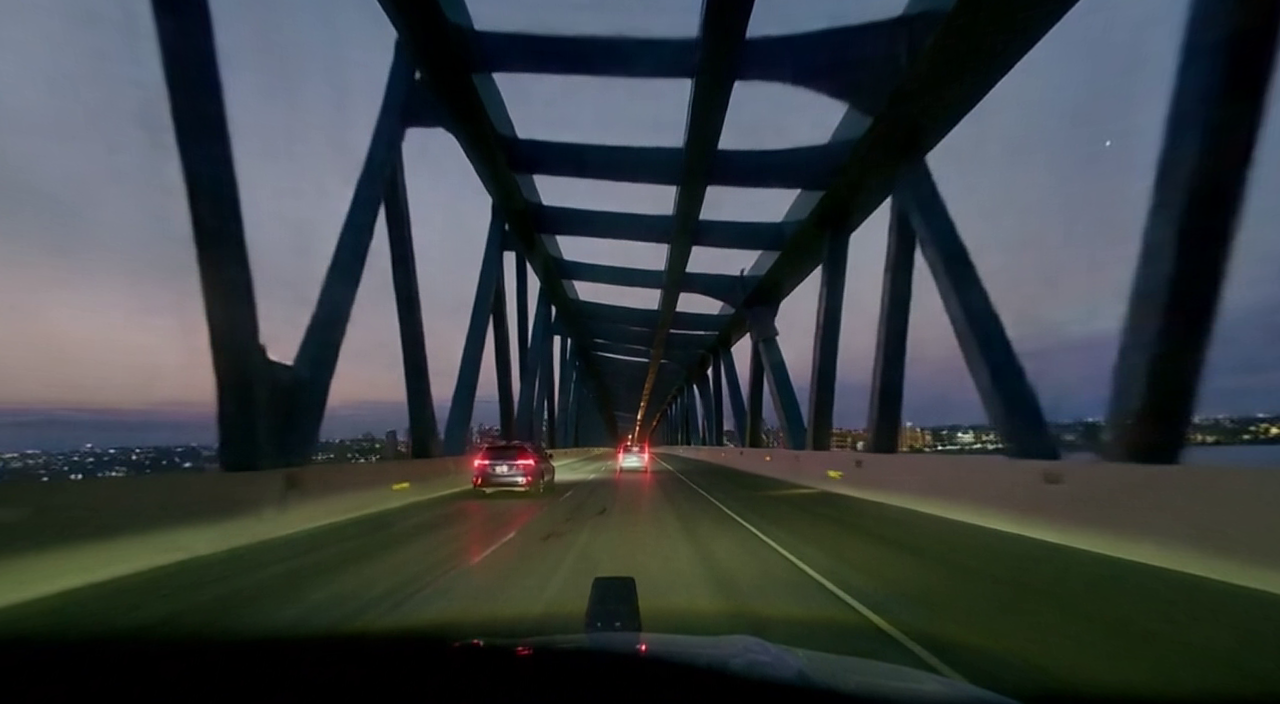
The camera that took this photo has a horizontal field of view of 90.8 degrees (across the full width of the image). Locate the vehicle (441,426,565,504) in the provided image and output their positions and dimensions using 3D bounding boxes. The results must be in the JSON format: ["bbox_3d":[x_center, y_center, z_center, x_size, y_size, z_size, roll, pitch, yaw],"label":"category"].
[{"bbox_3d":[-3.495,2.993,17.203,2.190,1.807,4.741,0,-9,1],"label":"vehicle"}]

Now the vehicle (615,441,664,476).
[{"bbox_3d":[-0.041,4.797,28.642,2.048,1.450,3.973,0,-8,-1],"label":"vehicle"}]
